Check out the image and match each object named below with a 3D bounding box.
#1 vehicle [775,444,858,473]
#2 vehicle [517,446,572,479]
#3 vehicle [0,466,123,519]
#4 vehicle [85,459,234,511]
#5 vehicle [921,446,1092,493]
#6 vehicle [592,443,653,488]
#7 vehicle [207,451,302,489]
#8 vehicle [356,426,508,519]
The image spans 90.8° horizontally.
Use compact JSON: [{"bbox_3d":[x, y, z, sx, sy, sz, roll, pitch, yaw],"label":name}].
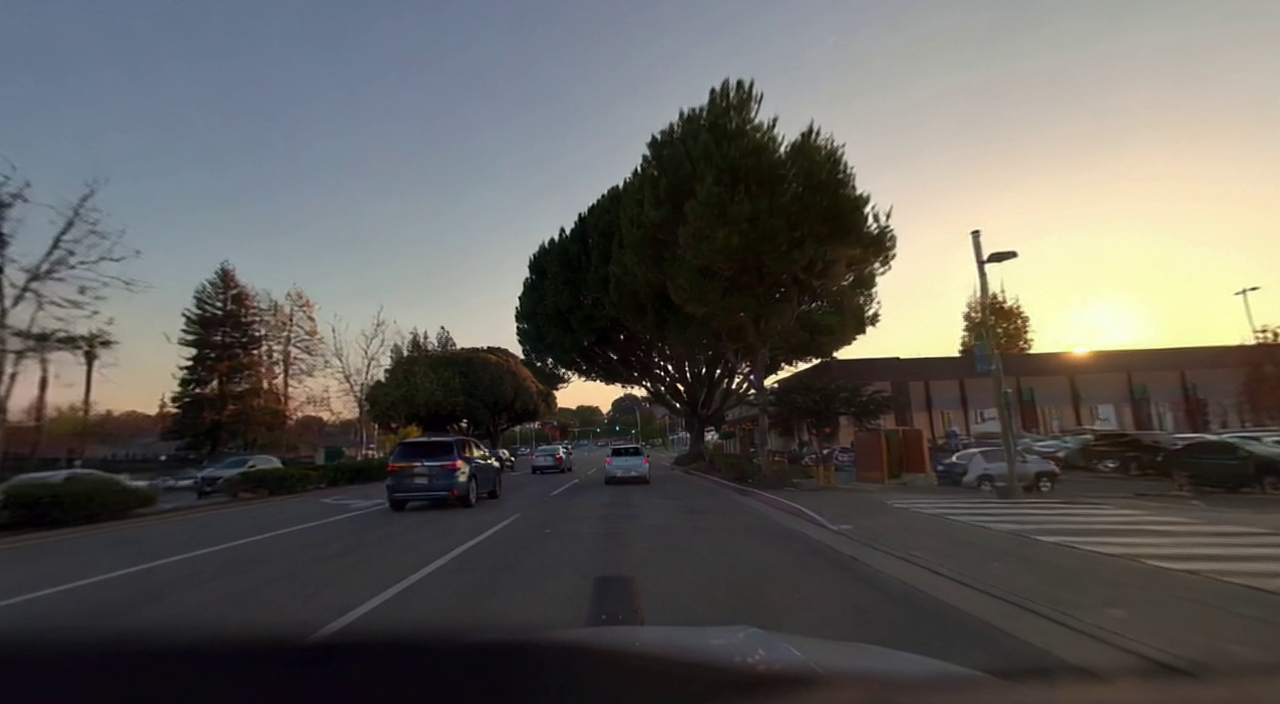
[{"bbox_3d":[12.217,7.384,43.894,5.102,1.889,2.038,0,-8,-4],"label":"vehicle"},{"bbox_3d":[-4.658,5.435,31.392,1.973,1.456,4.850,0,-9,0],"label":"vehicle"},{"bbox_3d":[-20.164,4.617,21.106,1.937,1.434,4.629,-1,-9,-1],"label":"vehicle"},{"bbox_3d":[-16.717,4.594,22.328,1.908,1.514,4.403,-1,-9,-2],"label":"vehicle"},{"bbox_3d":[13.363,4.291,23.329,4.877,1.603,2.197,-1,-9,4],"label":"vehicle"},{"bbox_3d":[-0.633,4.114,23.242,2.061,1.469,3.954,0,-9,-2],"label":"vehicle"},{"bbox_3d":[-23.103,7.047,38.207,2.221,2.017,5.861,-1,-9,-2],"label":"vehicle"},{"bbox_3d":[-4.575,2.713,14.754,2.096,1.807,4.413,0,-9,-1],"label":"vehicle"}]
